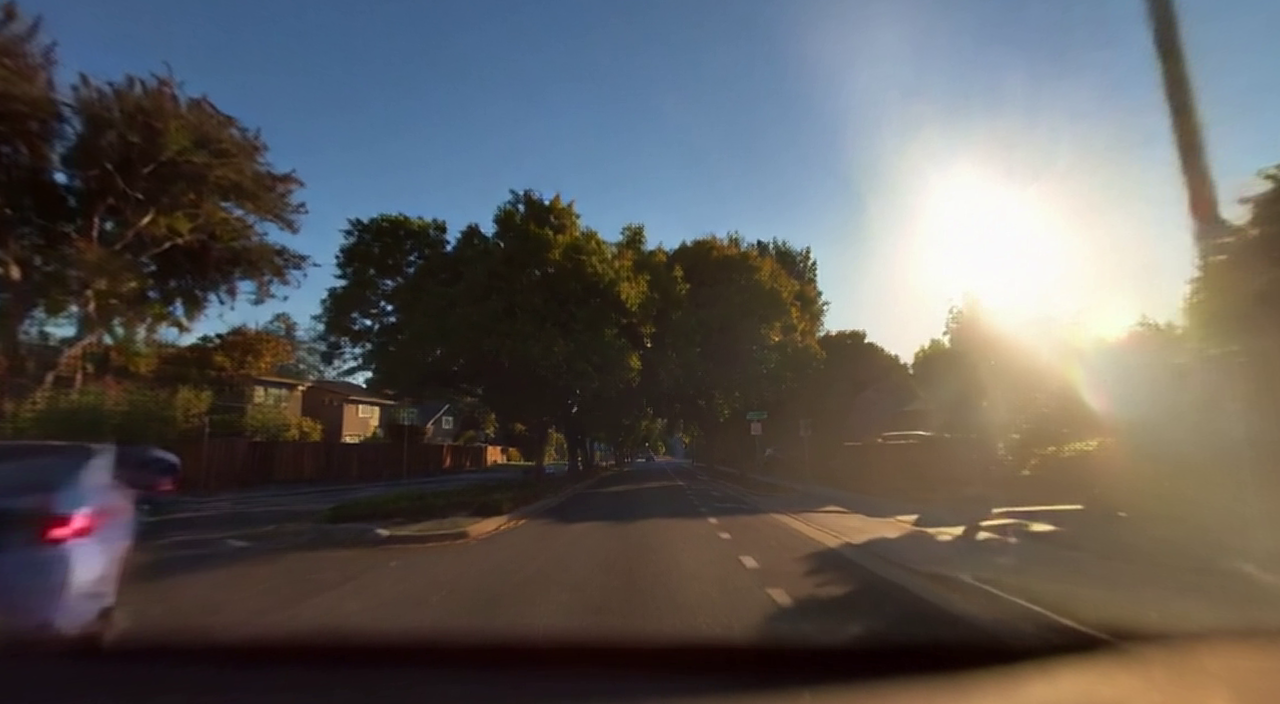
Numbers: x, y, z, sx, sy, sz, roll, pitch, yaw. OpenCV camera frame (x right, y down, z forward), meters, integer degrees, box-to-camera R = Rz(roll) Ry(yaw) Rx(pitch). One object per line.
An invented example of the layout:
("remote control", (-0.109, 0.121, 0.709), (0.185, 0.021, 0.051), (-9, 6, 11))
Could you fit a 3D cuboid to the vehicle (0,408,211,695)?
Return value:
("vehicle", (-5.246, 1.410, 5.243), (2.290, 1.653, 4.127), (5, -10, -29))
